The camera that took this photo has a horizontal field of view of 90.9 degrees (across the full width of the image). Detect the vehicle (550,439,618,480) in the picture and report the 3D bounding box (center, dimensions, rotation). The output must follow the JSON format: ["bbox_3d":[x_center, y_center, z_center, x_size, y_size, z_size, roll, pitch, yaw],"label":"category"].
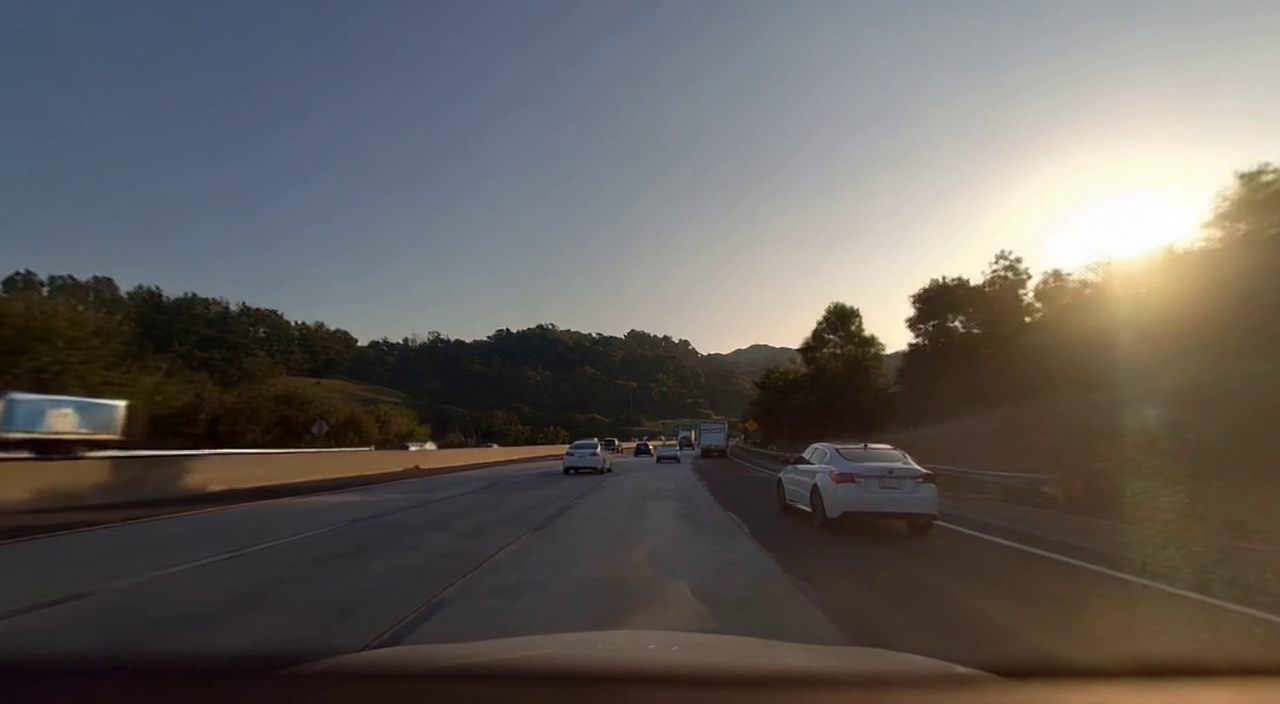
[{"bbox_3d":[-2.142,4.299,25.575,2.031,1.491,4.792,-1,-8,3],"label":"vehicle"}]

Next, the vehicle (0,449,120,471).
[{"bbox_3d":[-31.648,5.357,31.340,2.779,0.963,9.612,-1,-8,7],"label":"vehicle"}]

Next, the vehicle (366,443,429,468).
[{"bbox_3d":[-15.304,6.535,40.032,1.976,1.471,4.337,-1,-8,4],"label":"vehicle"}]

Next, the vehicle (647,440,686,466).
[{"bbox_3d":[1.671,6.128,38.449,2.202,1.467,3.929,-1,-8,4],"label":"vehicle"}]

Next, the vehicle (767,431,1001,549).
[{"bbox_3d":[3.508,2.056,10.133,2.013,1.464,4.317,0,-8,0],"label":"vehicle"}]
